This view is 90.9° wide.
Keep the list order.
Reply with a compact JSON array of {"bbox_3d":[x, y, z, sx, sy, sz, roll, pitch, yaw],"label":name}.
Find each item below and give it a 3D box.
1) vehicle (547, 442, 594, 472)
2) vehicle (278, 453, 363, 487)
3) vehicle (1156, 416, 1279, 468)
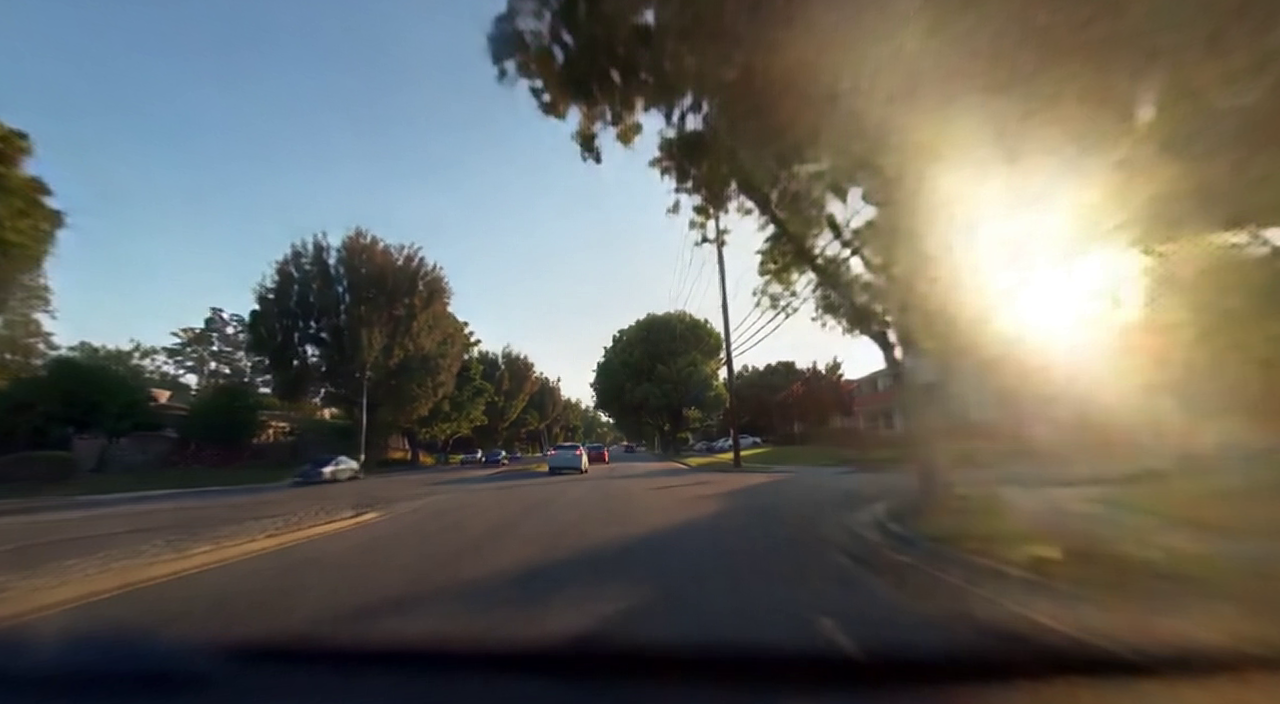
[{"bbox_3d":[-3.665,5.611,33.965,2.084,1.466,4.522,0,-9,0],"label":"vehicle"},{"bbox_3d":[-16.178,5.979,32.266,1.937,1.480,4.755,0,-9,-1],"label":"vehicle"},{"bbox_3d":[21.864,3.196,22.499,4.904,1.735,2.270,0,-8,-2],"label":"vehicle"}]
